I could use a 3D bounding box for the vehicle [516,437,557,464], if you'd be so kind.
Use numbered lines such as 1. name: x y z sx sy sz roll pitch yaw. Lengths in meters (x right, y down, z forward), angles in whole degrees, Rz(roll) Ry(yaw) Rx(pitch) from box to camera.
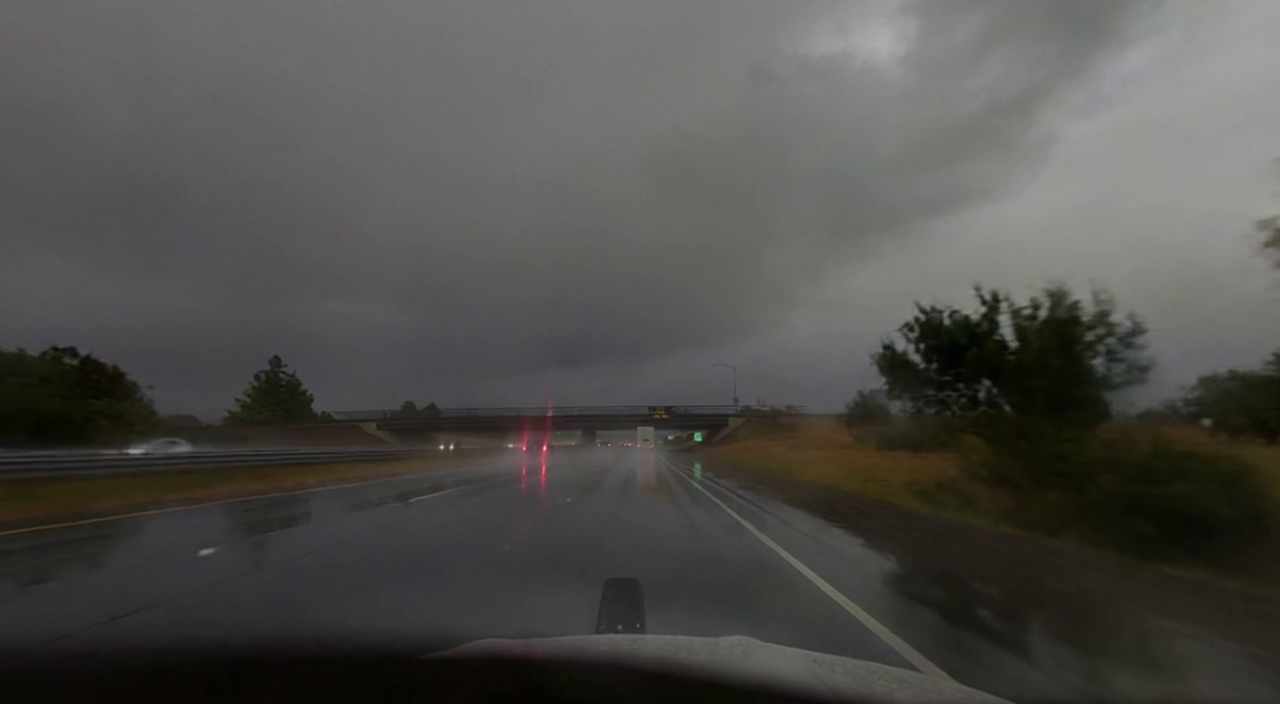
1. vehicle: -7.075 6.811 43.498 2.070 1.738 4.733 0 -8 0

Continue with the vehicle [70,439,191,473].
1. vehicle: -31.938 6.522 39.825 2.433 1.916 6.183 0 -8 0
